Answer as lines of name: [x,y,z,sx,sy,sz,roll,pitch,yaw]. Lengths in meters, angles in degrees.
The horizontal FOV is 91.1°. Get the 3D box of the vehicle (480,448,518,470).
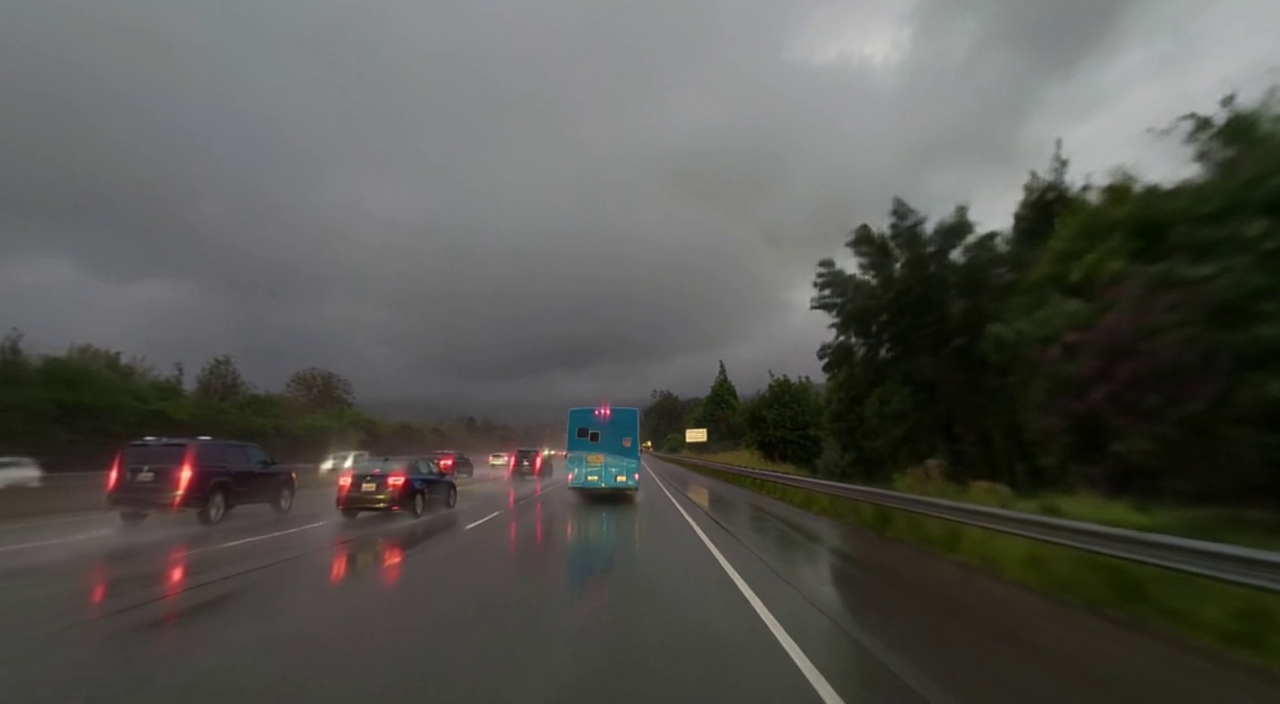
vehicle: [-10.103,7.669,45.315,1.886,1.462,4.084,0,-9,-1]

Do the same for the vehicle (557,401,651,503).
vehicle: [-0.961,2.958,18.765,2.394,2.556,5.232,0,-9,-1]

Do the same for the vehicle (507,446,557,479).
vehicle: [-5.160,5.334,30.485,1.872,1.480,3.545,0,-9,-1]

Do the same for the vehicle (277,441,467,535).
vehicle: [-4.783,2.463,11.975,1.876,1.438,4.072,0,-9,-1]

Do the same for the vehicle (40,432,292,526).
vehicle: [-9.596,2.584,13.317,2.010,1.621,4.252,0,-9,-1]
